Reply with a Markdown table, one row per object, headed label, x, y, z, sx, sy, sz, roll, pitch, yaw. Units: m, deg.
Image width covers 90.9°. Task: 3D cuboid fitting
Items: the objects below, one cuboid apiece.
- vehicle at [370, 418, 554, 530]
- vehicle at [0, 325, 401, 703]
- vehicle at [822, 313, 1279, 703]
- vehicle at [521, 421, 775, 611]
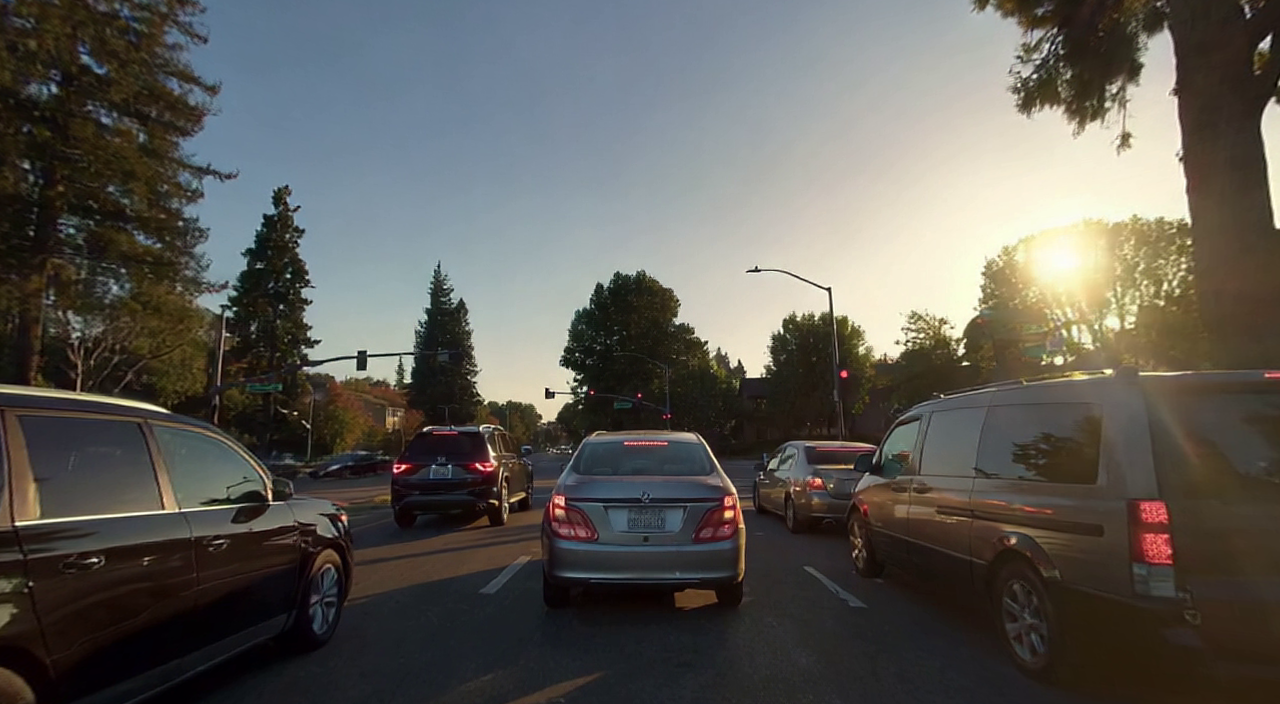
| label | x | y | z | sx | sy | sz | roll | pitch | yaw |
| --- | --- | --- | --- | --- | --- | --- | --- | --- | --- |
| vehicle | -3.176 | 2.297 | 12.449 | 2.117 | 1.772 | 4.619 | 0 | -8 | 2 |
| vehicle | -3.116 | 0.955 | 3.297 | 1.982 | 1.721 | 4.261 | 0 | -8 | 1 |
| vehicle | 3.224 | 1.100 | 4.733 | 2.141 | 1.833 | 4.704 | 0 | -8 | -2 |
| vehicle | 0.029 | 1.598 | 7.062 | 2.021 | 1.490 | 3.948 | 0 | -8 | -1 |
